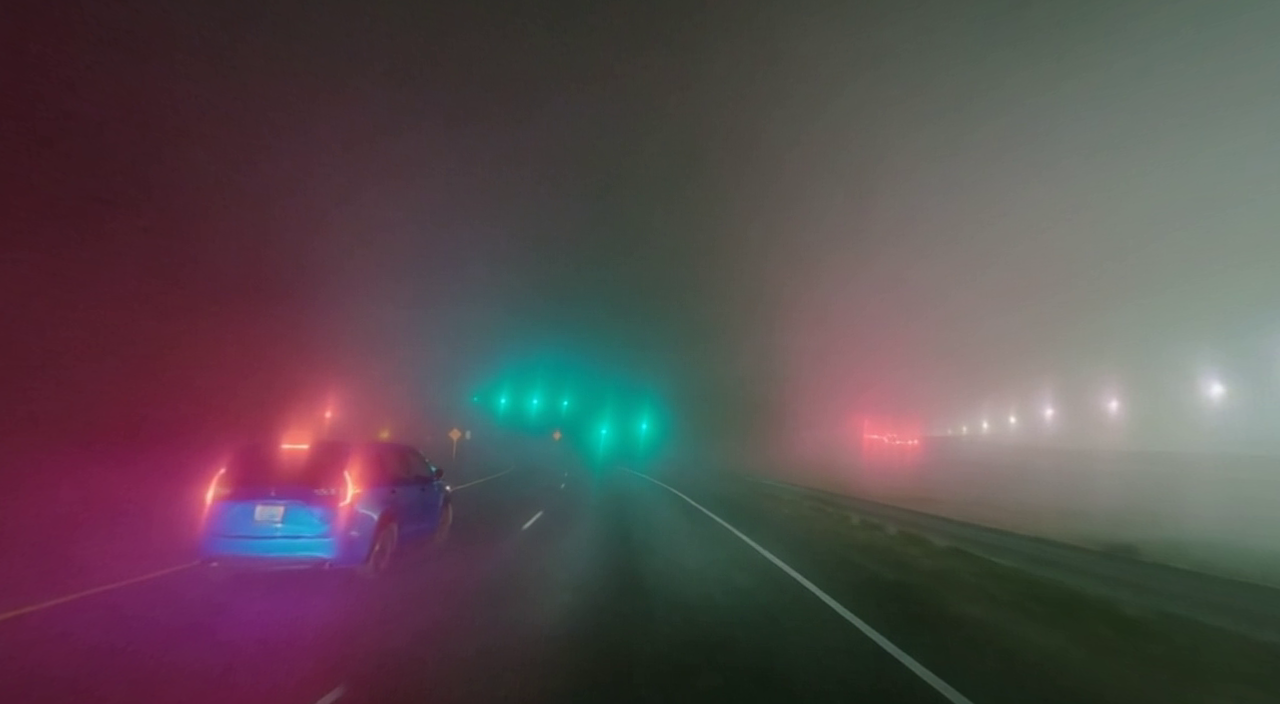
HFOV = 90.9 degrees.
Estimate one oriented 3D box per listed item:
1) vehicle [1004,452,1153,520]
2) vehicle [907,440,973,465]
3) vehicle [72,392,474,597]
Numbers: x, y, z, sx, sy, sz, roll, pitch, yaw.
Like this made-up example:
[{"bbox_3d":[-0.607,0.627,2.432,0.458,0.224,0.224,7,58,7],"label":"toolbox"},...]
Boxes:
[{"bbox_3d":[11.772,3.461,16.816,4.621,1.457,2.045,7,-11,-40],"label":"vehicle"},{"bbox_3d":[20.224,6.749,42.406,4.141,1.451,1.720,2,-9,-27],"label":"vehicle"},{"bbox_3d":[-4.015,1.651,8.319,2.336,1.857,4.986,0,-8,-1],"label":"vehicle"}]
